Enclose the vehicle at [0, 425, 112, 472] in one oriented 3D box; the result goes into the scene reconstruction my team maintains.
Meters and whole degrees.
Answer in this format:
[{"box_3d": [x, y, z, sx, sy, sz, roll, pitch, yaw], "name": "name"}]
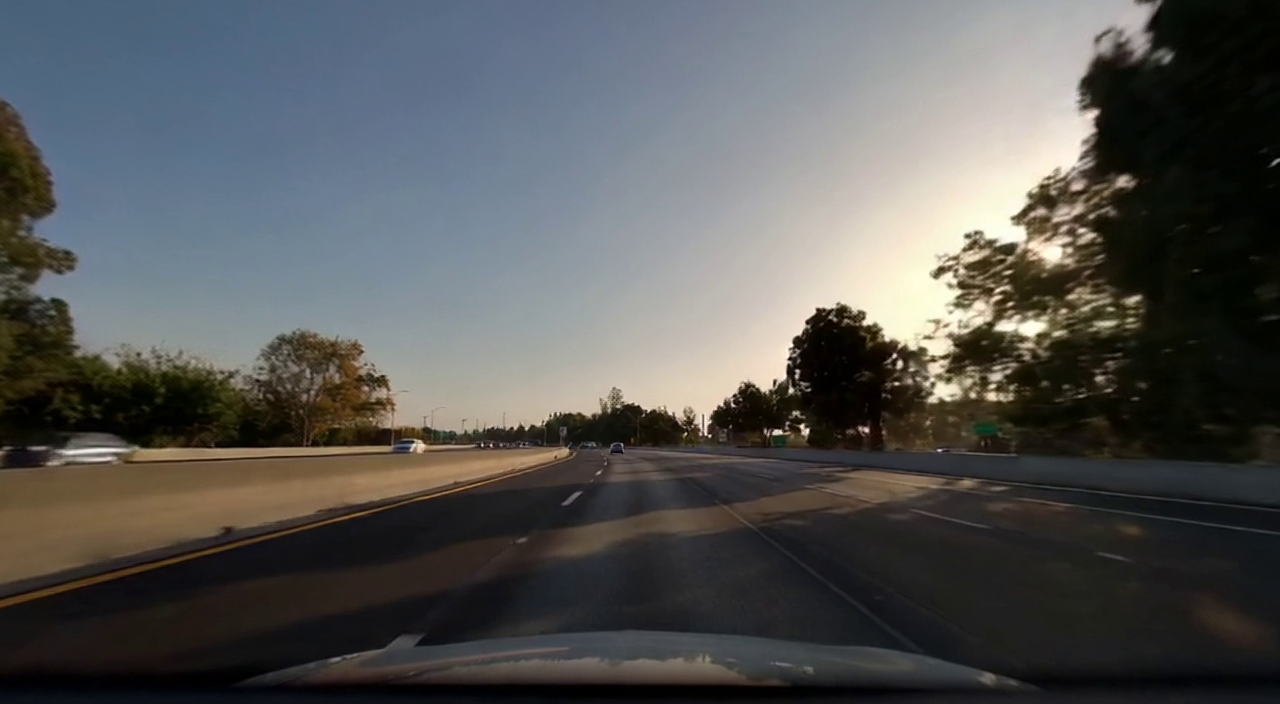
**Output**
[{"box_3d": [-24.520, 3.931, 25.631, 2.128, 1.717, 4.624, 0, -9, -1], "name": "vehicle"}]
